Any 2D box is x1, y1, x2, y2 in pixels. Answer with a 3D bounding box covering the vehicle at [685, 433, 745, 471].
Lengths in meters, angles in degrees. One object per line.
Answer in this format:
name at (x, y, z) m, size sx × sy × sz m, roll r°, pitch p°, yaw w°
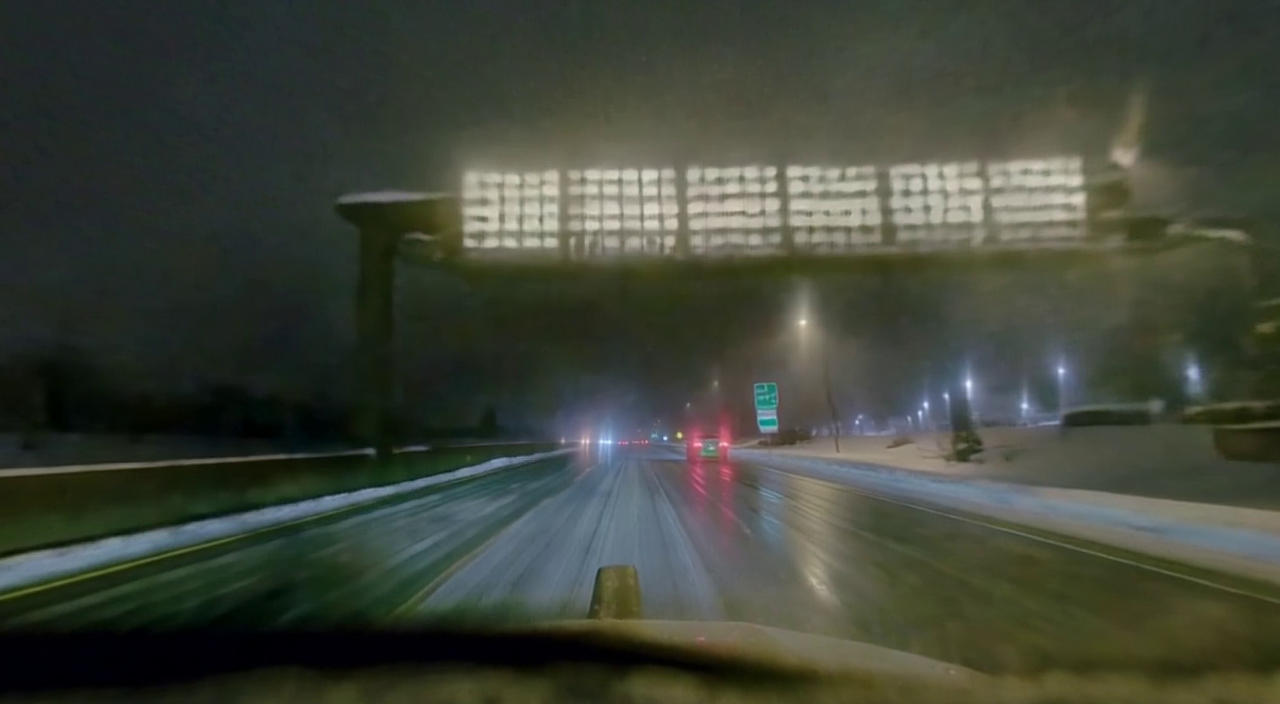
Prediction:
vehicle at (3.074, 4.186, 26.643) m, size 1.946 × 1.481 × 3.969 m, roll 0°, pitch -8°, yaw -1°
